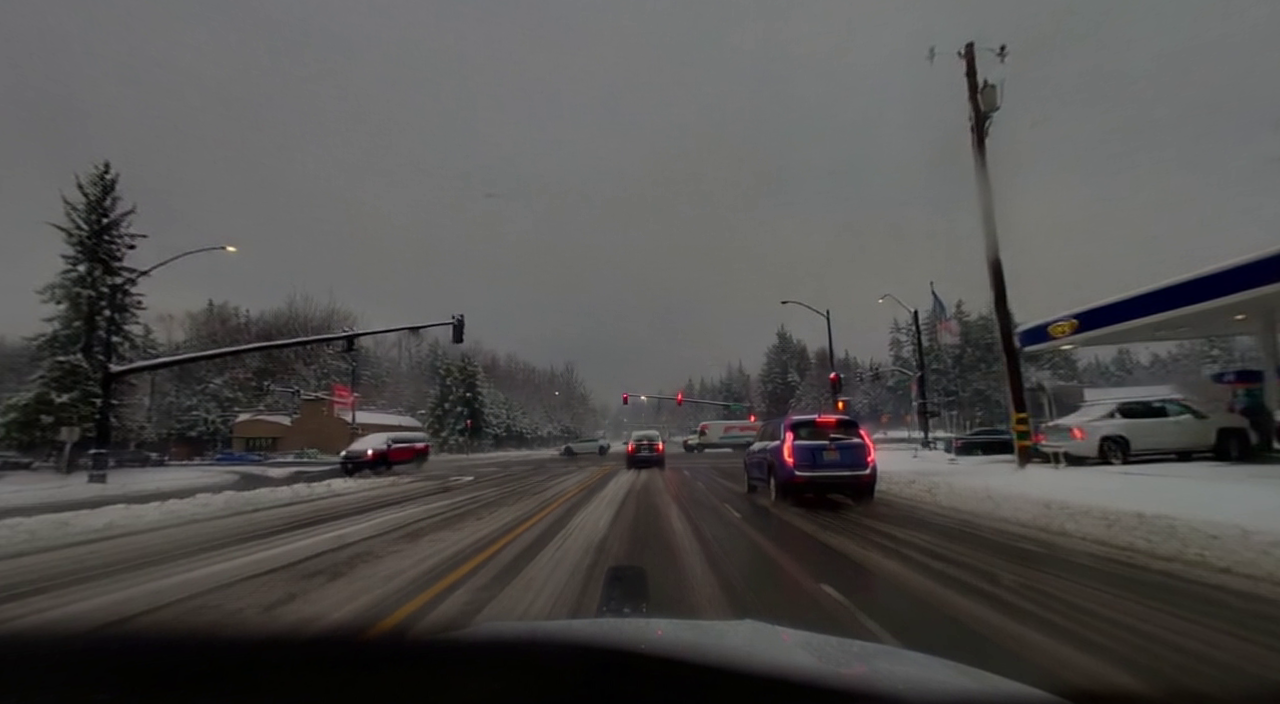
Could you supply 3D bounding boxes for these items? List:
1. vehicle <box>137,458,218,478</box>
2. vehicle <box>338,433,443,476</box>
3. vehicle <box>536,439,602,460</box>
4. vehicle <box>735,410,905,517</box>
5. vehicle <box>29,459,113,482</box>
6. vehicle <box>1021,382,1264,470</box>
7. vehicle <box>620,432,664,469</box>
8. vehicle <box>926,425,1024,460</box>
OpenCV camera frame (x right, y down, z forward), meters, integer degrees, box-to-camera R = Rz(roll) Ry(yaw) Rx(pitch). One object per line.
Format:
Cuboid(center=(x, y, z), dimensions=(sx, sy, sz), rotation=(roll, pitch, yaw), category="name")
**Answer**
Cuboid(center=(-35.639, 8.916, 48.609), dimensions=(4.753, 1.478, 1.846), rotation=(0, -8, 0), category="vehicle")
Cuboid(center=(-12.472, 5.164, 32.005), dimensions=(2.191, 1.984, 5.431), rotation=(-2, -9, 13), category="vehicle")
Cuboid(center=(-5.382, 7.476, 48.364), dimensions=(4.788, 1.485, 1.835), rotation=(7, -11, -39), category="vehicle")
Cuboid(center=(3.344, 2.185, 12.778), dimensions=(2.083, 1.779, 4.347), rotation=(0, -8, -1), category="vehicle")
Cuboid(center=(-44.067, 9.182, 48.873), dimensions=(4.574, 1.666, 1.865), rotation=(0, -8, -3), category="vehicle")
Cuboid(center=(16.241, 2.462, 20.661), dimensions=(5.790, 2.675, 2.554), rotation=(1, -9, -4), category="vehicle")
Cuboid(center=(0.136, 4.937, 31.753), dimensions=(2.067, 1.702, 3.987), rotation=(0, -8, 1), category="vehicle")
Cuboid(center=(16.933, 4.596, 31.995), dimensions=(3.848, 1.674, 1.887), rotation=(0, -9, 2), category="vehicle")
